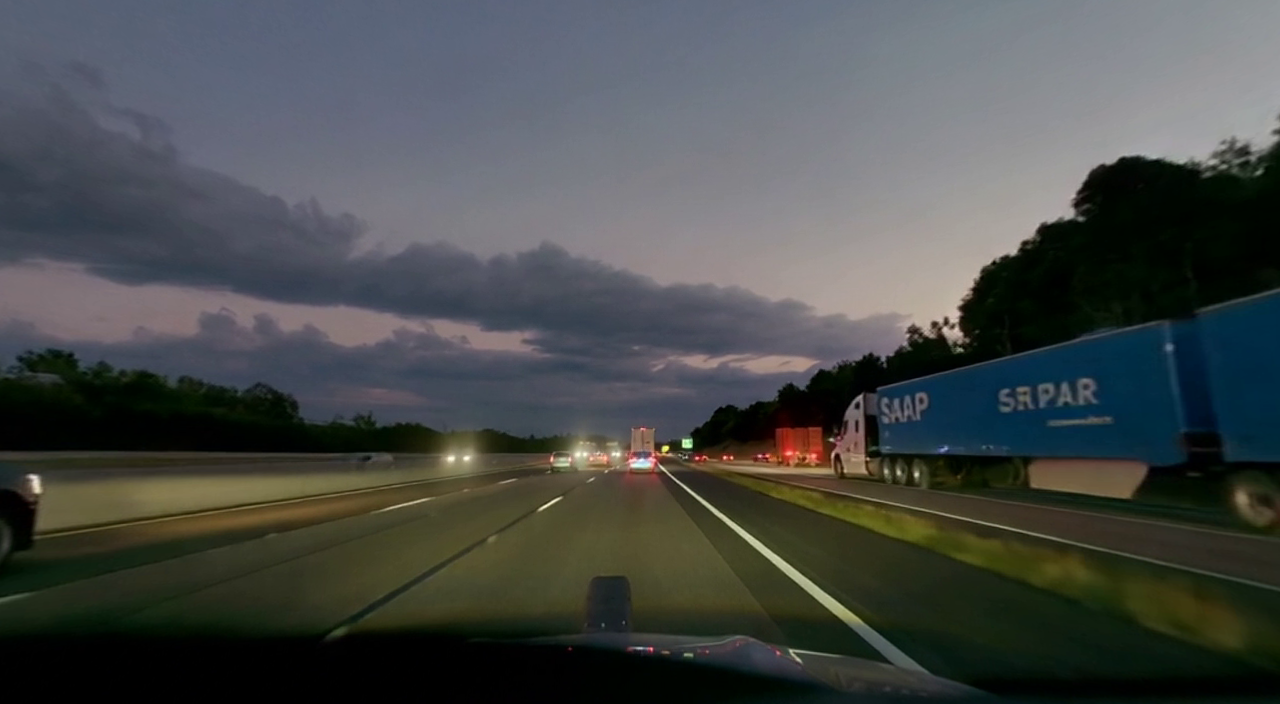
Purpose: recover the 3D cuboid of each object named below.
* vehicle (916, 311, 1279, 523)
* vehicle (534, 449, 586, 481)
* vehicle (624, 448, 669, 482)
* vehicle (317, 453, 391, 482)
[{"bbox_3d":[11.478,1.976,17.129,3.020,4.143,9.468,0,-9,-4],"label":"vehicle"},{"bbox_3d":[-4.031,5.762,32.438,2.018,1.504,4.431,0,-9,1],"label":"vehicle"},{"bbox_3d":[0.259,5.340,29.907,1.991,1.507,3.391,0,-9,-1],"label":"vehicle"},{"bbox_3d":[-15.190,6.141,33.722,1.973,1.398,4.136,0,-9,1],"label":"vehicle"}]
